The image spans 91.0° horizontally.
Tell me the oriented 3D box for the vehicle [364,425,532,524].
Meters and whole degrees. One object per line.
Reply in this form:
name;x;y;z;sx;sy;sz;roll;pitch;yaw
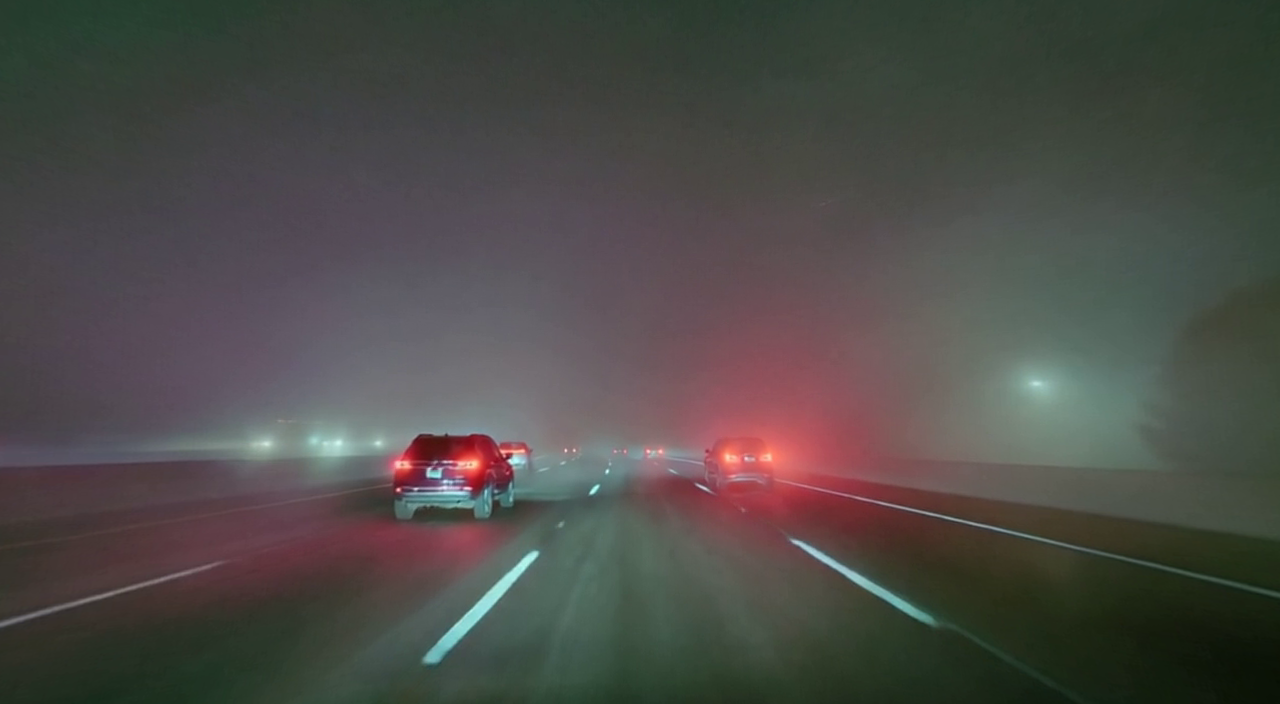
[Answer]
vehicle;-3.832;2.554;13.613;2.214;1.743;4.465;0;-9;0

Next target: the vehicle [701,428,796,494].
vehicle;3.341;3.481;20.384;2.153;1.860;4.689;0;-9;-1
